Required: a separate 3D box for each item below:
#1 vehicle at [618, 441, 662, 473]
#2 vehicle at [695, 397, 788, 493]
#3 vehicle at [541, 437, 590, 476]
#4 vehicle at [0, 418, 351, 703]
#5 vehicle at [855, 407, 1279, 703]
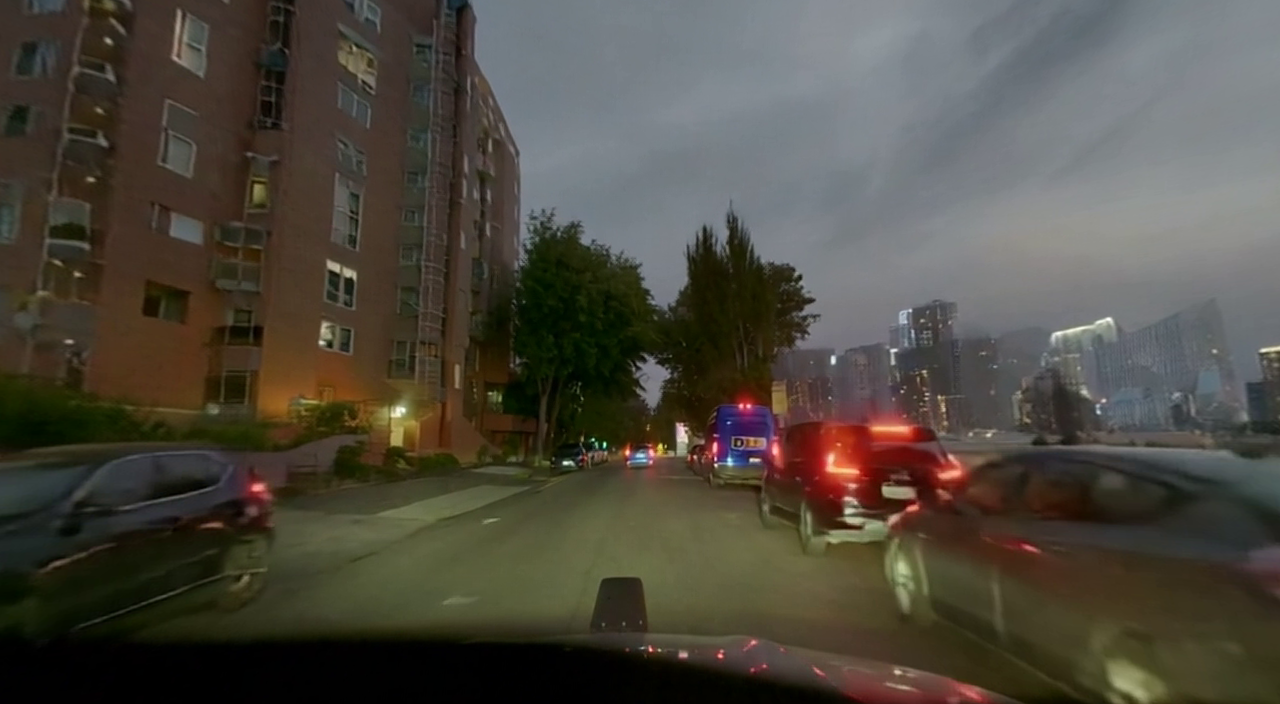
[{"bbox_3d":[0.013,5.251,31.790,2.095,1.510,3.605,0,-8,0],"label":"vehicle"},{"bbox_3d":[3.273,3.191,21.724,2.245,2.843,5.762,0,-8,0],"label":"vehicle"},{"bbox_3d":[-3.829,5.429,33.096,1.951,1.662,4.046,0,-4,2],"label":"vehicle"},{"bbox_3d":[-4.598,1.395,5.305,2.090,1.497,4.639,1,-4,1],"label":"vehicle"},{"bbox_3d":[2.826,1.113,3.326,1.906,1.471,3.941,0,-8,-1],"label":"vehicle"}]
